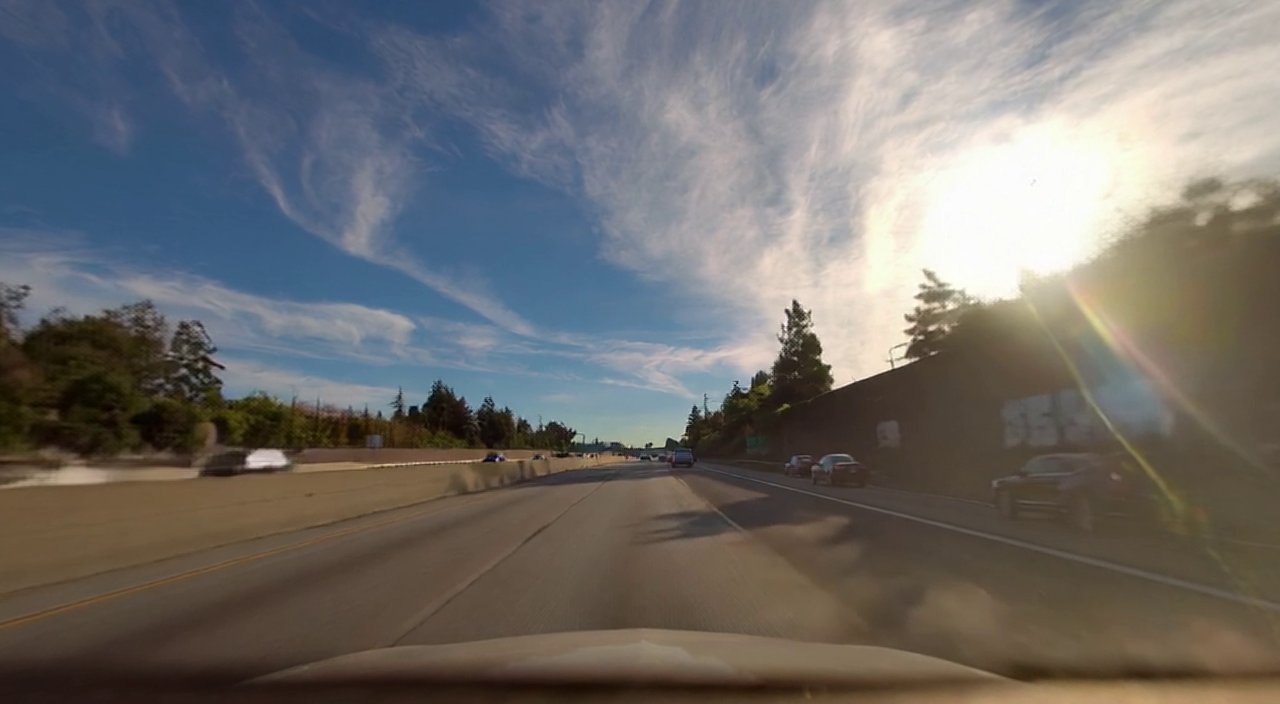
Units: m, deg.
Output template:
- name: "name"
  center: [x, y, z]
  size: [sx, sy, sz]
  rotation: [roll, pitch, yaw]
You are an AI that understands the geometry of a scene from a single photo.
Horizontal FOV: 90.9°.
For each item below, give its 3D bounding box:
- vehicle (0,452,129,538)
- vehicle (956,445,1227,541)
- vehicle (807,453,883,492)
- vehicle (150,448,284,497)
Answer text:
- name: "vehicle"
  center: [-11.928, 2.512, 11.166]
  size: [1.957, 1.454, 4.414]
  rotation: [0, -9, 1]
- name: "vehicle"
  center: [8.278, 2.587, 12.251]
  size: [1.907, 1.495, 4.517]
  rotation: [0, -9, 0]
- name: "vehicle"
  center: [8.582, 5.039, 26.788]
  size: [1.842, 1.475, 4.479]
  rotation: [0, -9, 2]
- name: "vehicle"
  center: [-15.955, 4.543, 24.107]
  size: [2.031, 1.693, 4.355]
  rotation: [0, -9, 1]
